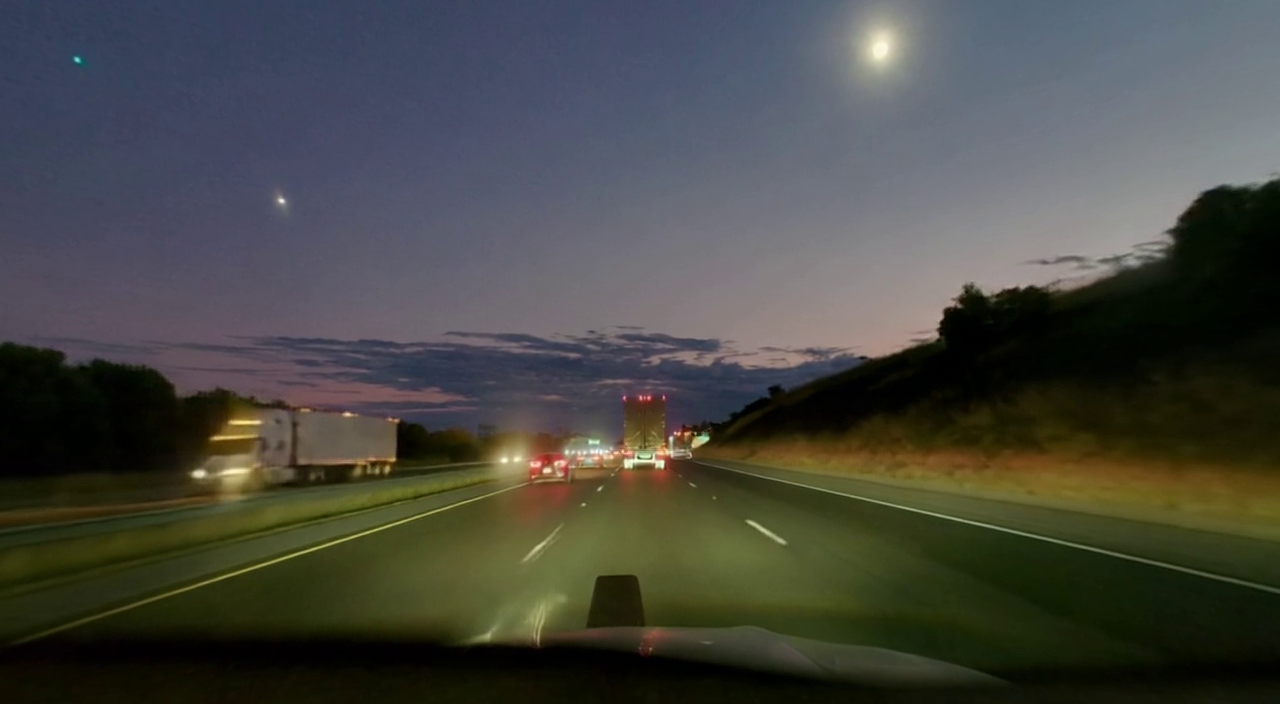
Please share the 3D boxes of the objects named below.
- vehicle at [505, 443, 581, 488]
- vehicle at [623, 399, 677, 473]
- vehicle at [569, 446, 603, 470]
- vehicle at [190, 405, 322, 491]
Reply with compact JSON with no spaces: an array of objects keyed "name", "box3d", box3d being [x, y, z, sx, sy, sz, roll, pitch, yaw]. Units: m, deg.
[{"name":"vehicle","box3d":[-3.460,4.170,23.479,2.053,1.489,4.740,0,-9,0]},{"name":"vehicle","box3d":[0.521,5.437,40.193,2.919,4.048,11.010,0,-9,0]},{"name":"vehicle","box3d":[-3.683,7.315,43.712,2.051,1.537,4.111,0,-9,-1]},{"name":"vehicle","box3d":[-19.528,4.969,32.628,3.021,3.994,5.894,0,-9,-1]}]
